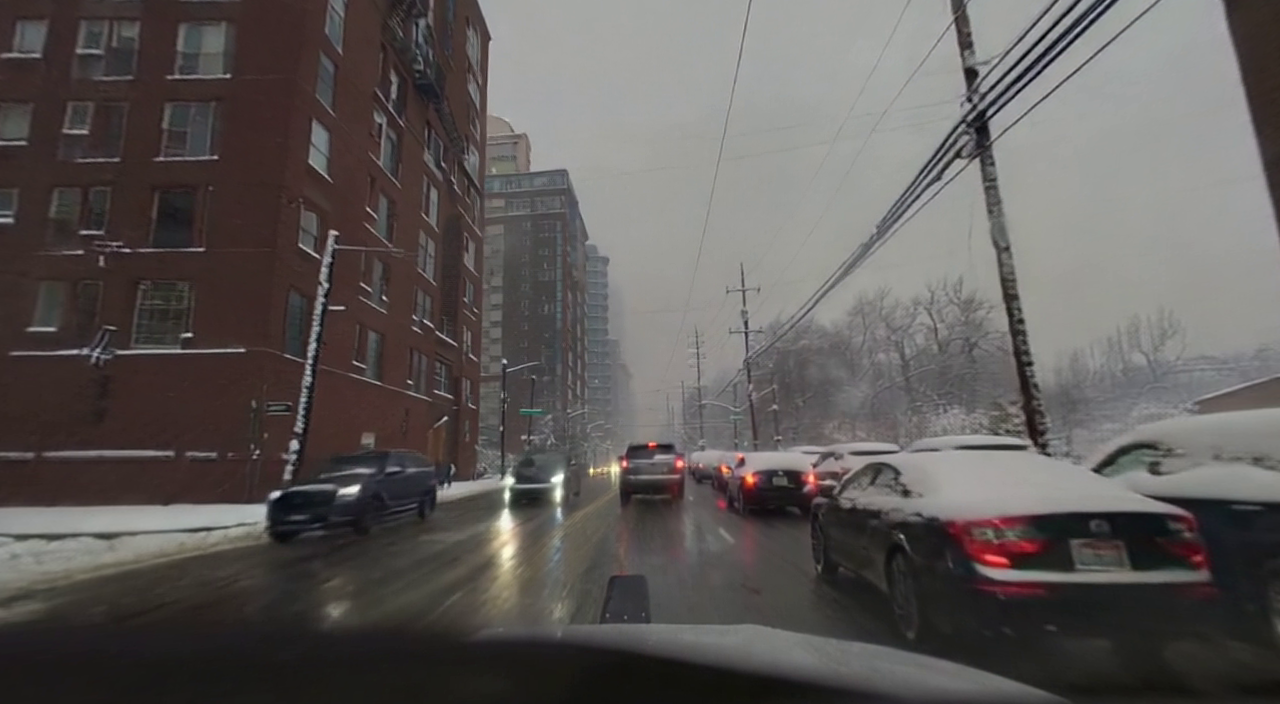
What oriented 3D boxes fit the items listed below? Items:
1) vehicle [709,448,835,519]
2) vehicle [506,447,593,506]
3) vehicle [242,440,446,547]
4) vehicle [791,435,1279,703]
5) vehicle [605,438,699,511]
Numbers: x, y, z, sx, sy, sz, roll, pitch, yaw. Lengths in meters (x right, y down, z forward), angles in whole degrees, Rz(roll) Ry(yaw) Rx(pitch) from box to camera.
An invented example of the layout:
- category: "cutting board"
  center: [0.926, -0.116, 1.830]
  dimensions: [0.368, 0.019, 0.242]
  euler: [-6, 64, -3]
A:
- category: "vehicle"
  center: [3.112, 3.205, 16.060]
  dimensions: [2.116, 1.487, 4.988]
  euler: [0, -8, 0]
- category: "vehicle"
  center: [-2.732, 3.860, 20.052]
  dimensions: [2.023, 1.646, 4.282]
  euler: [0, -8, 2]
- category: "vehicle"
  center: [-5.651, 2.709, 12.824]
  dimensions: [1.962, 1.755, 4.423]
  euler: [0, -8, 0]
- category: "vehicle"
  center: [2.788, 1.457, 5.187]
  dimensions: [2.029, 1.460, 4.451]
  euler: [0, -8, 1]
- category: "vehicle"
  center: [0.256, 3.229, 17.131]
  dimensions: [2.232, 1.736, 4.036]
  euler: [0, -8, -1]
